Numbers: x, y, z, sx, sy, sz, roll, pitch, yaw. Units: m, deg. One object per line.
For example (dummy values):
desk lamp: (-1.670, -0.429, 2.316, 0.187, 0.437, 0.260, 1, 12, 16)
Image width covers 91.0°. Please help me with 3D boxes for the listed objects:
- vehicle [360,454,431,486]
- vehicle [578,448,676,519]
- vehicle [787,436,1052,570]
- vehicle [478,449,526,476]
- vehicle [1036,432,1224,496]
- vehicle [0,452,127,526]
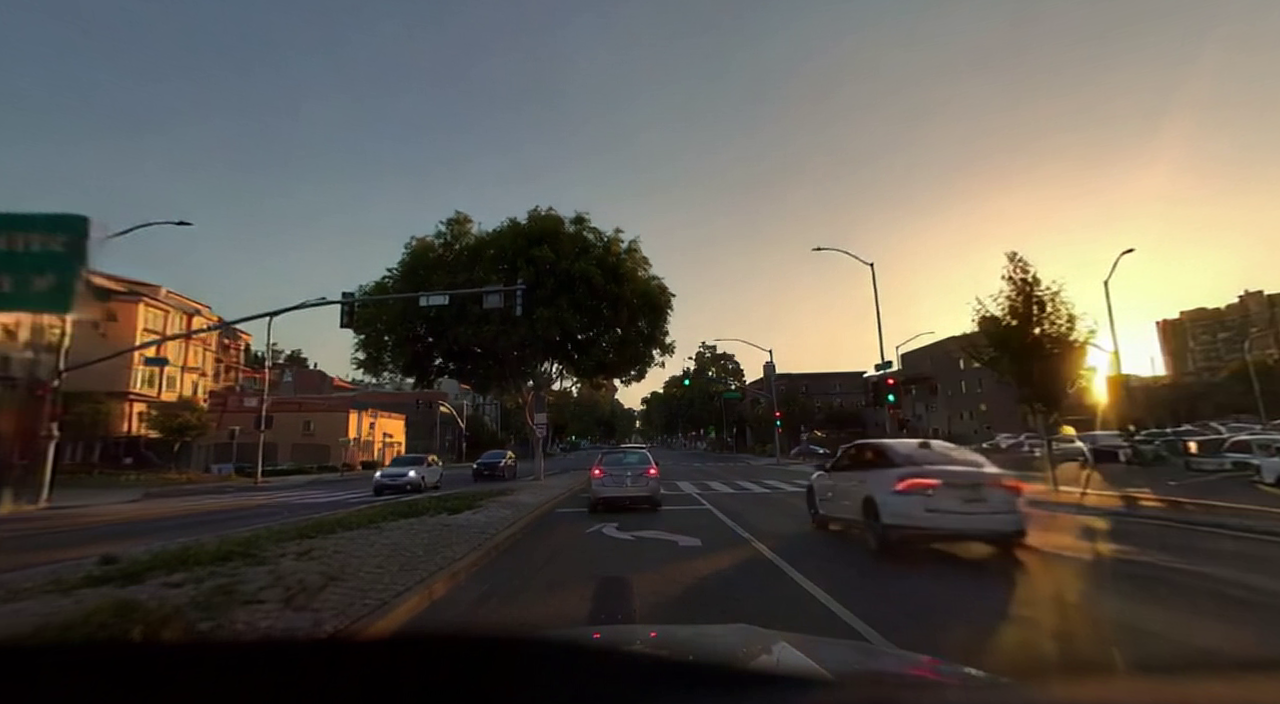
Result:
vehicle: (-12.385, 5.975, 32.157, 1.904, 1.475, 4.068, 0, -9, 1)
vehicle: (-0.306, 3.034, 15.128, 2.010, 1.447, 4.121, 0, -9, -1)
vehicle: (3.644, 2.014, 9.128, 2.023, 1.506, 3.816, 0, -9, -1)
vehicle: (-8.594, 6.919, 39.654, 1.966, 1.571, 4.479, 0, -9, 1)
vehicle: (13.062, 2.997, 17.159, 1.887, 1.504, 3.898, 0, -9, -1)
vehicle: (-16.045, 3.509, 16.266, 1.936, 1.733, 4.087, -3, -10, 3)
